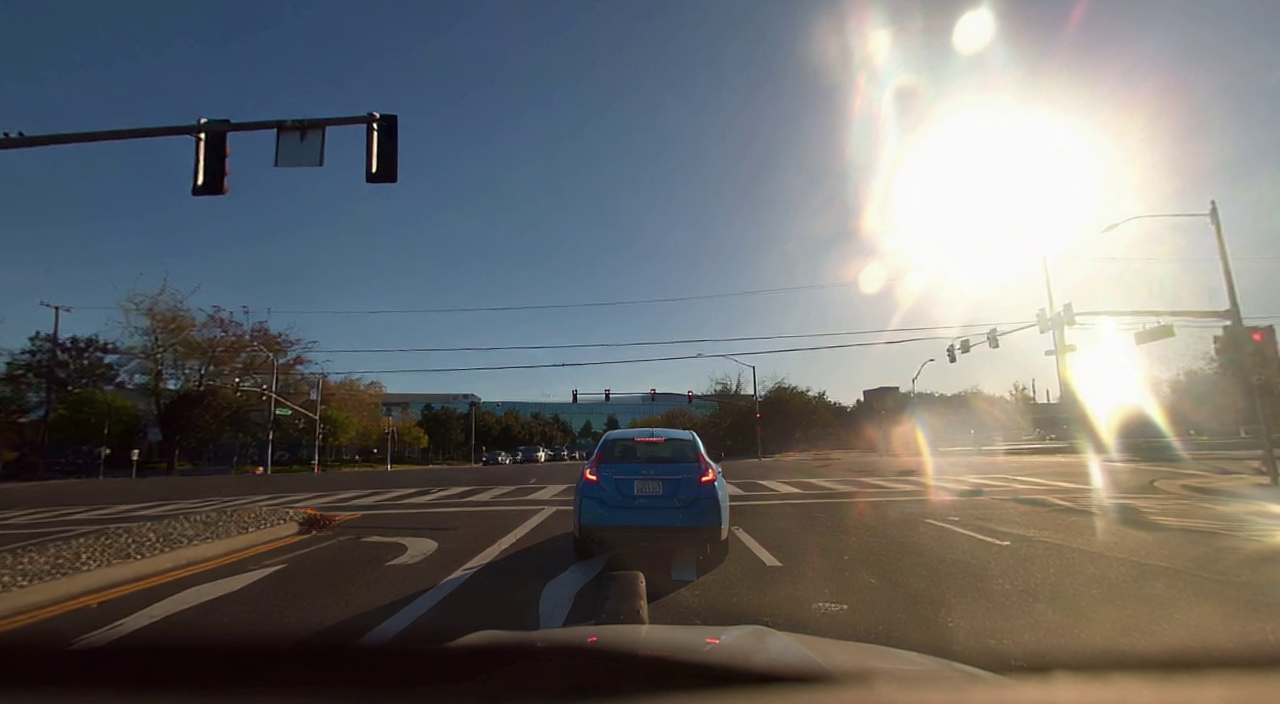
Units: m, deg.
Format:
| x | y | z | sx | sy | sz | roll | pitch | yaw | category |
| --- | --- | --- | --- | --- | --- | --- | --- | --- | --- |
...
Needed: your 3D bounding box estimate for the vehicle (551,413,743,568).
| x | y | z | sx | sy | sz | roll | pitch | yaw | category |
| --- | --- | --- | --- | --- | --- | --- | --- | --- | --- |
| 0.035 | 1.755 | 8.714 | 2.027 | 1.626 | 3.942 | 0 | -8 | -1 | vehicle |
